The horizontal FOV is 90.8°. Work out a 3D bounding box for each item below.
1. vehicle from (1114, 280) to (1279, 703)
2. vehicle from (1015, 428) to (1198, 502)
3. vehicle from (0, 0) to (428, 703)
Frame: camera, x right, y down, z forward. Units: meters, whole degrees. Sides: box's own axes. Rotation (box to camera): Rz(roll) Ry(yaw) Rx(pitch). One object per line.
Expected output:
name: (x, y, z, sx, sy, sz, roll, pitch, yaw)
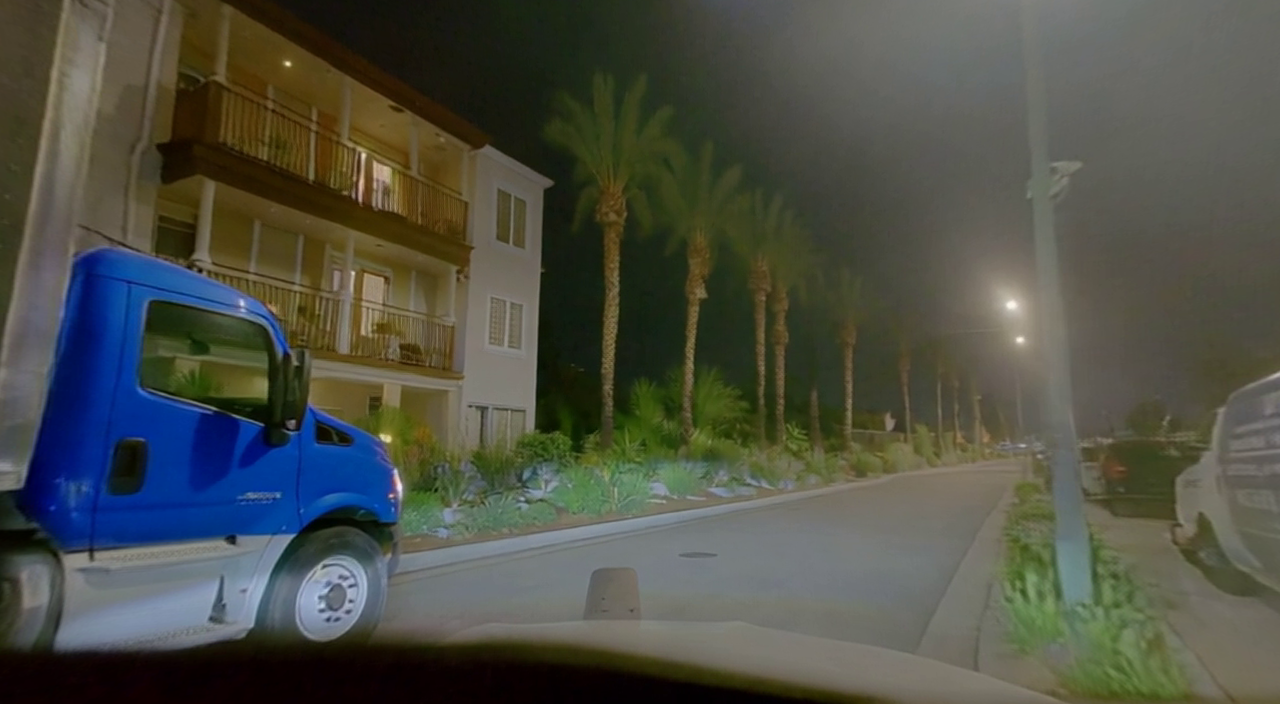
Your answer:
vehicle: (4.811, 0.860, 3.657, 2.418, 2.078, 5.866, -5, -10, 29)
vehicle: (19.290, 4.584, 26.419, 5.872, 2.468, 2.864, -2, -8, 38)
vehicle: (-5.549, -0.507, 0.210, 2.998, 3.659, 10.517, -6, -10, 34)
